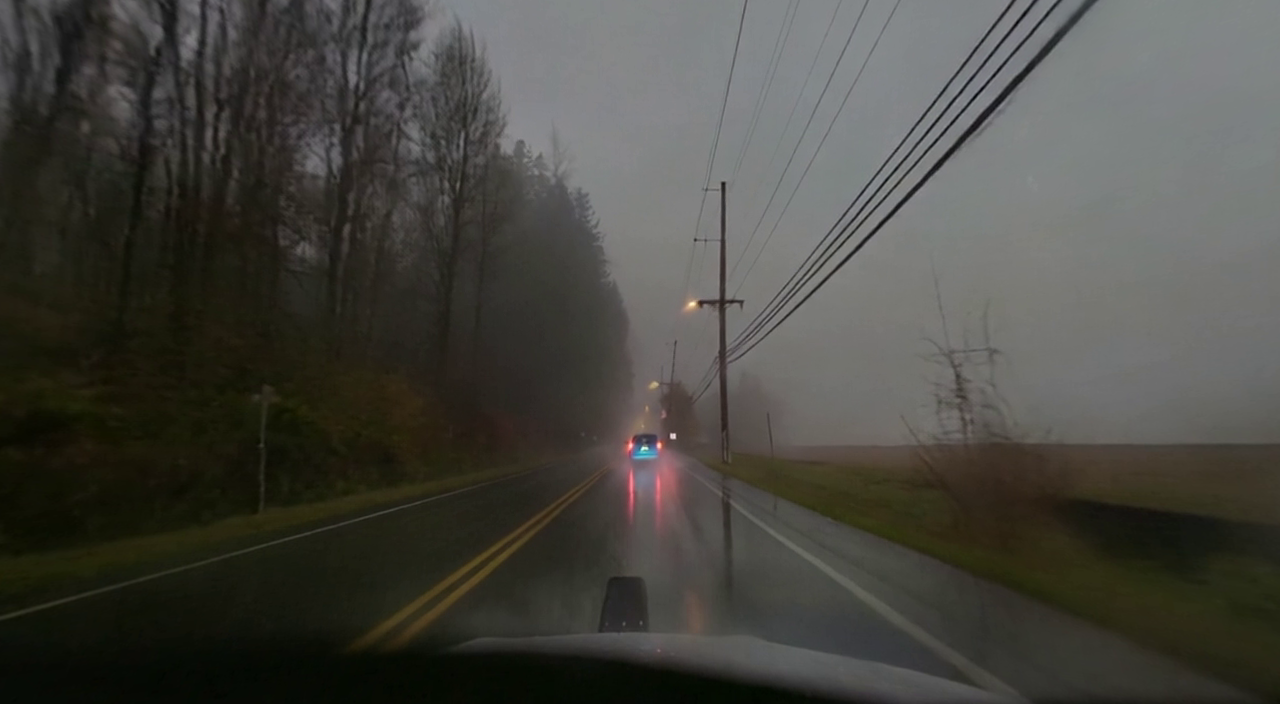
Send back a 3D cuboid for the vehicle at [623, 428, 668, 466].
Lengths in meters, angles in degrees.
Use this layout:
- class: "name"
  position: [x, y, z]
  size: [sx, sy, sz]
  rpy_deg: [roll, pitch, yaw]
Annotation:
- class: "vehicle"
  position: [0.299, 5.582, 37.038]
  size: [2.468, 2.056, 4.422]
  rpy_deg: [0, -8, 0]
